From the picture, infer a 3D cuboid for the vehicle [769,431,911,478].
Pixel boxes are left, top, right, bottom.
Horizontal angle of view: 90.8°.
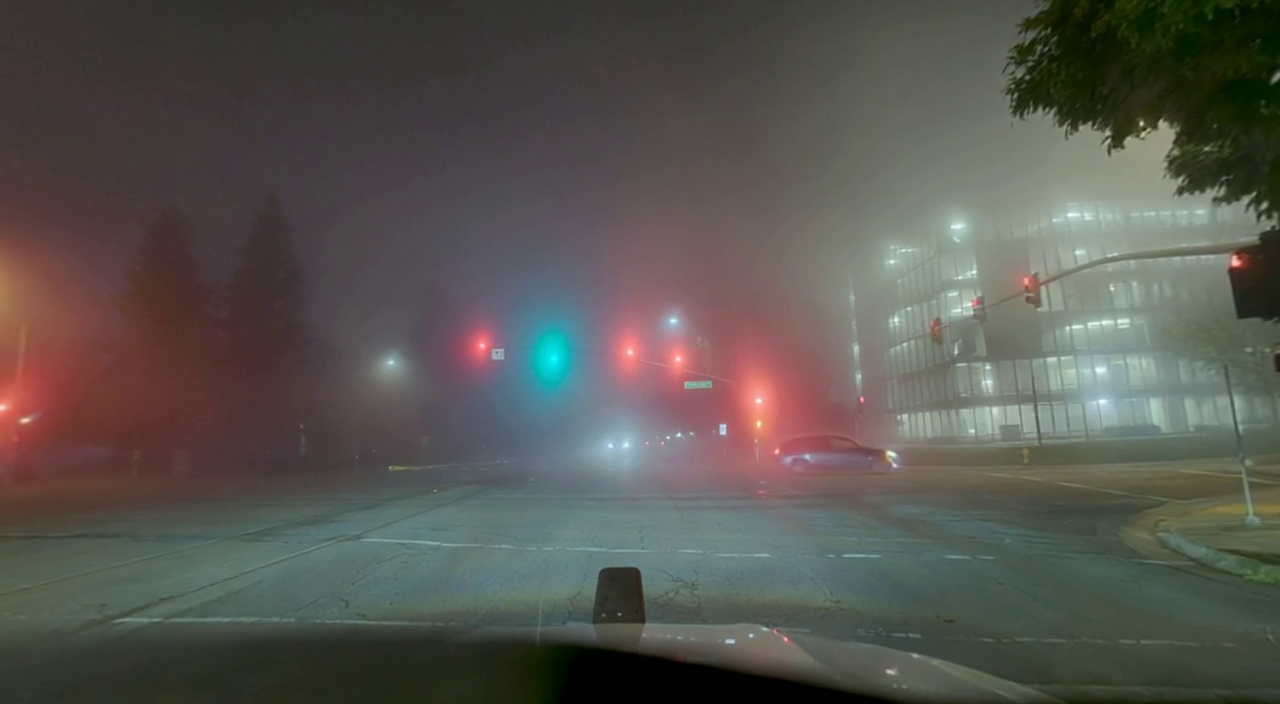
[{"bbox_3d":[8.222,4.290,26.511,5.357,1.814,2.141,-2,-8,10],"label":"vehicle"}]
